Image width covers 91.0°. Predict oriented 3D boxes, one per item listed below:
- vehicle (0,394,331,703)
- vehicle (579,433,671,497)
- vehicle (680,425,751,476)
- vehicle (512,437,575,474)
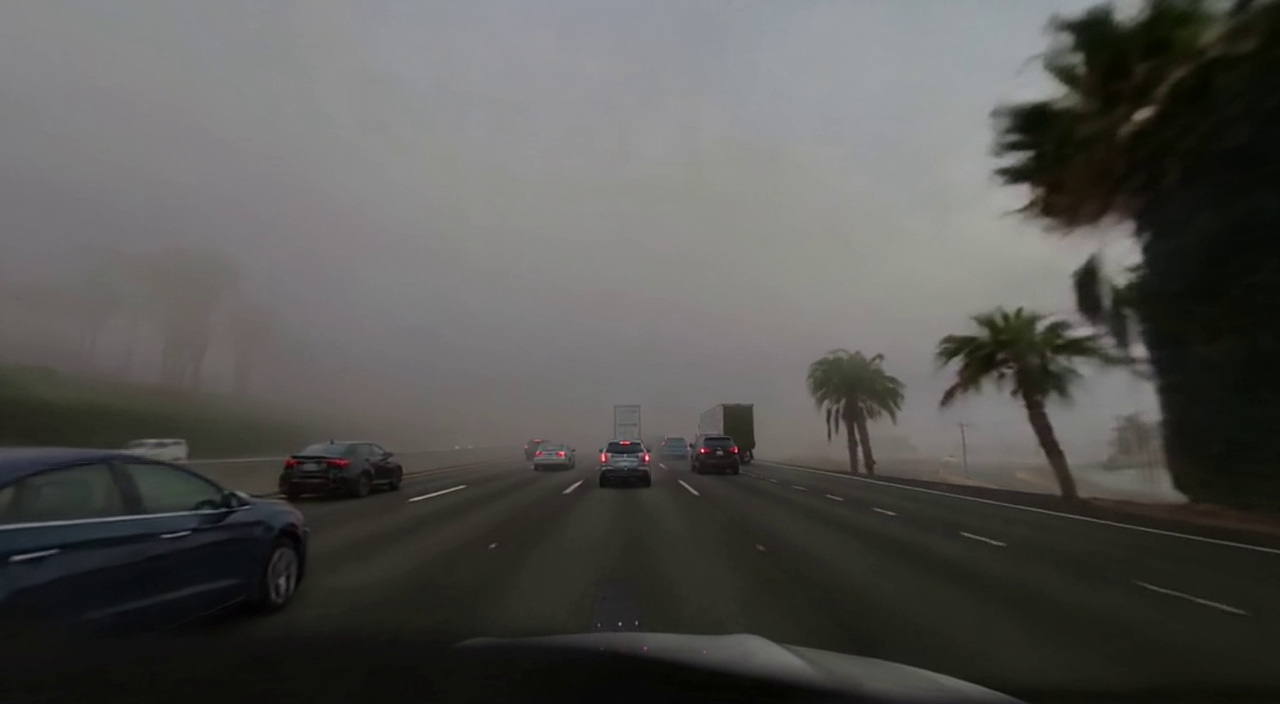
[{"bbox_3d":[-3.625,0.981,2.980,2.064,1.475,4.489,0,-8,0],"label":"vehicle"},{"bbox_3d":[-0.350,2.915,16.649,2.136,1.470,3.971,0,-8,0],"label":"vehicle"},{"bbox_3d":[2.902,3.945,25.408,2.173,1.870,4.499,0,-8,-2],"label":"vehicle"},{"bbox_3d":[-4.004,4.387,26.860,1.998,1.423,4.436,0,-8,0],"label":"vehicle"}]
